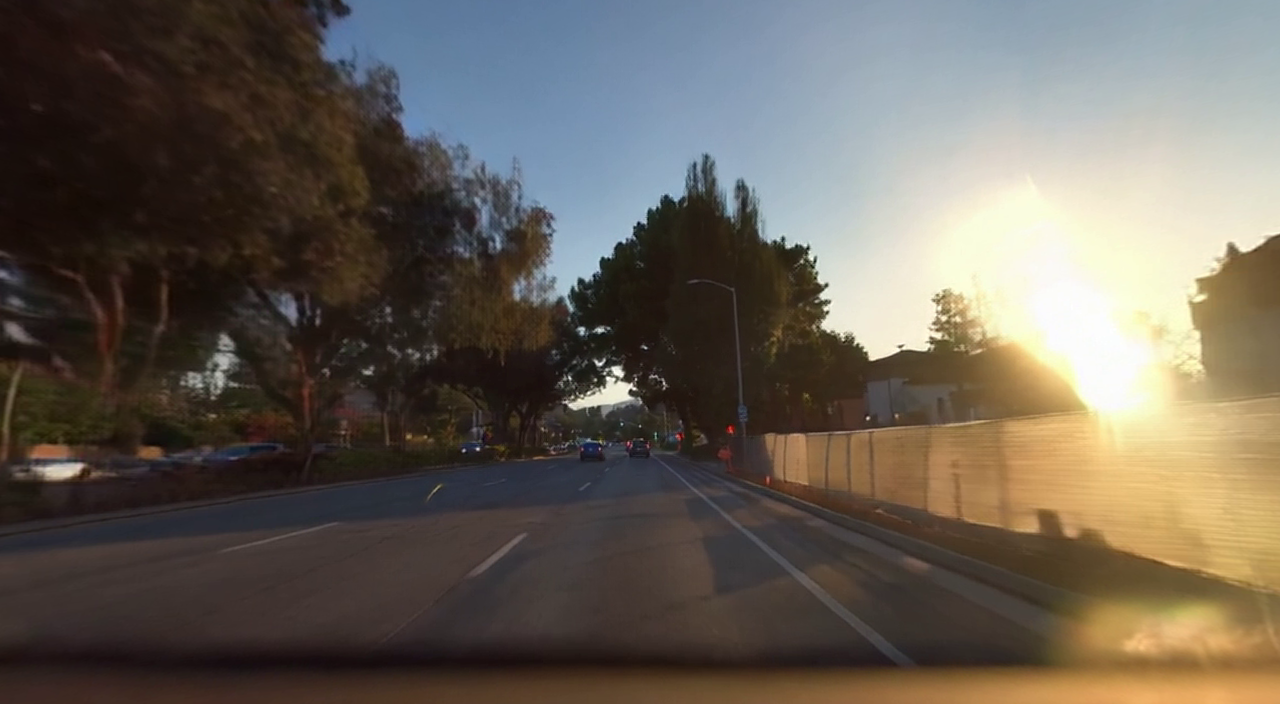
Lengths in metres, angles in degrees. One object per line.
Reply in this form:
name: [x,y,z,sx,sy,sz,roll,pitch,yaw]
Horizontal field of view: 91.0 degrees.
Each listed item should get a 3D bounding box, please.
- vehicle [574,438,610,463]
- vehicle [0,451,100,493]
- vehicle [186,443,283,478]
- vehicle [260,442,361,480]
vehicle: [-3.397,7.113,45.357,2.198,1.663,4.519,0,-9,1]
vehicle: [-24.831,4.804,25.590,1.834,1.502,4.346,0,-9,0]
vehicle: [-21.001,5.626,32.901,2.020,1.685,4.491,0,-9,0]
vehicle: [-14.250,4.732,27.540,1.953,1.509,4.452,0,-9,1]
